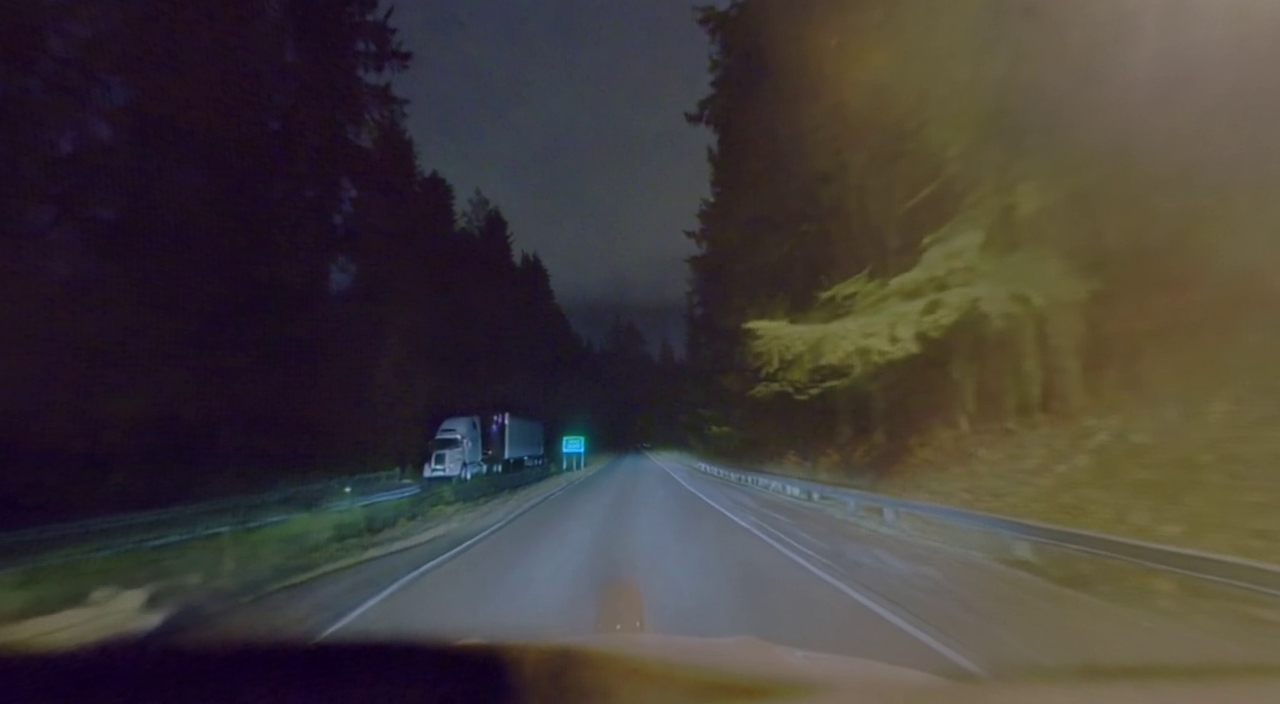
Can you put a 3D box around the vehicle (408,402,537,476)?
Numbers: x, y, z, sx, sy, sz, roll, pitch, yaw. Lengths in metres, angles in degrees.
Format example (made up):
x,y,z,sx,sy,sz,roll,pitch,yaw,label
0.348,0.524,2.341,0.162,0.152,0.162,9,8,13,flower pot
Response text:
x,y,z,sx,sy,sz,roll,pitch,yaw,label
-9.689,5.495,38.160,5.596,3.130,8.972,-4,-14,-2,vehicle
